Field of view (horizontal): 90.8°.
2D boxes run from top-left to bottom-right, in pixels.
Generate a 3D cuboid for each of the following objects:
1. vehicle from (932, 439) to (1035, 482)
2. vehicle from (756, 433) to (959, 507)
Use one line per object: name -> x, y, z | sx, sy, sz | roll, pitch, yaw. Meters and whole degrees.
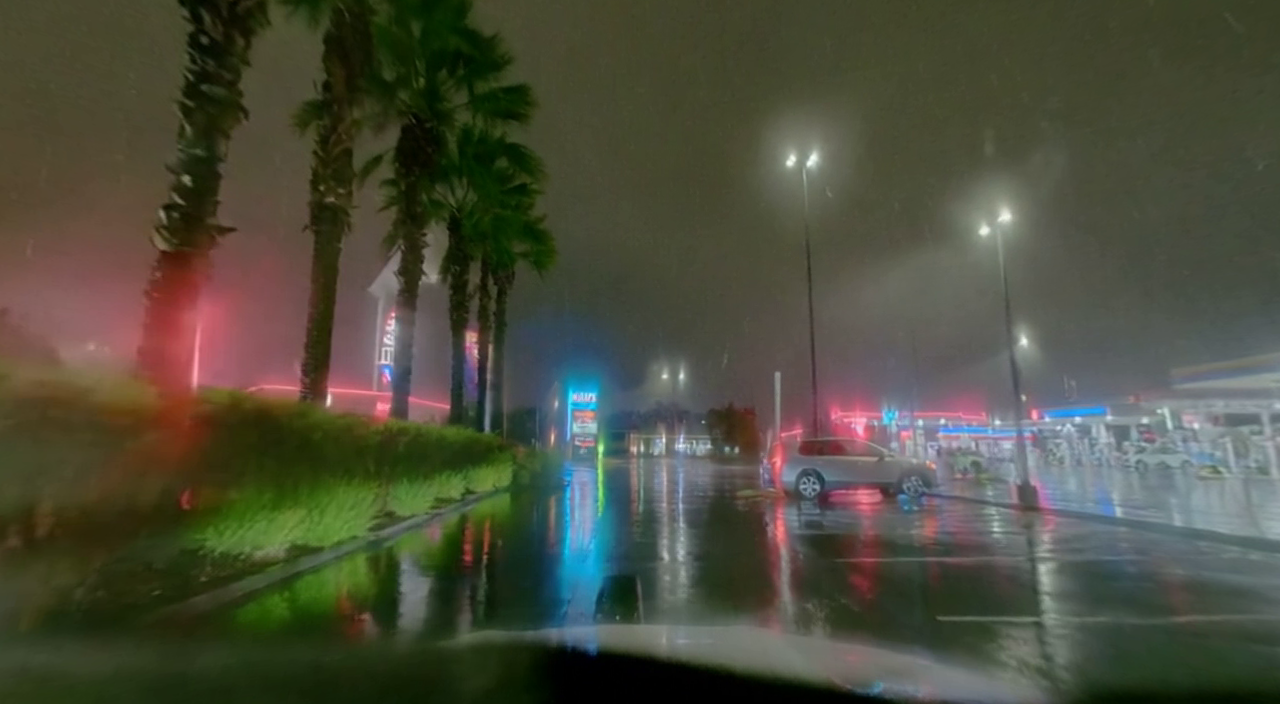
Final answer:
vehicle -> 16.186, 5.125, 30.090 | 2.028, 1.850, 4.731 | 0, -9, -3
vehicle -> 5.642, 3.112, 16.878 | 4.560, 1.818, 2.148 | 0, -9, -2
